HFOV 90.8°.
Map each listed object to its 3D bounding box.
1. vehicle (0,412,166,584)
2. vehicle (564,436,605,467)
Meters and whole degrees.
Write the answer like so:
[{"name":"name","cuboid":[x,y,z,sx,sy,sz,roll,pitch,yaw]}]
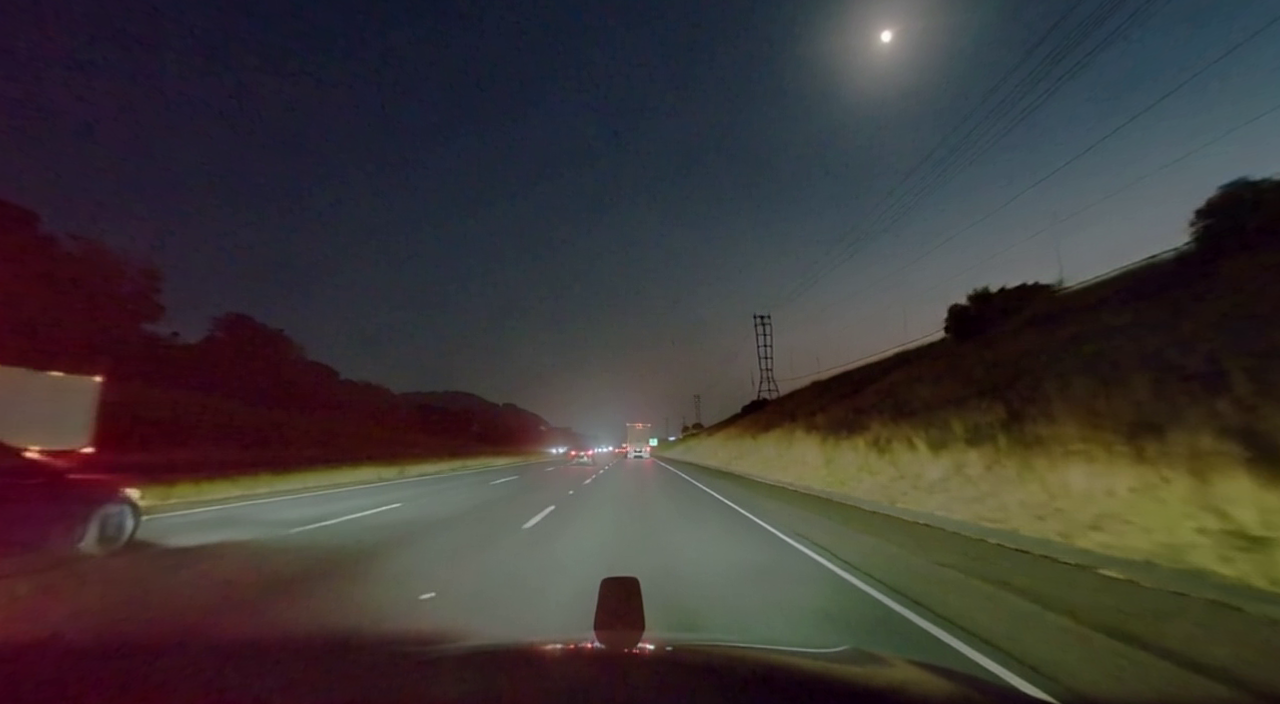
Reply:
[{"name":"vehicle","cuboid":[-6.908,1.288,5.421,2.066,1.558,4.607,0,-9,0]},{"name":"vehicle","cuboid":[-3.646,6.664,42.221,2.207,1.949,4.911,0,-9,1]}]
